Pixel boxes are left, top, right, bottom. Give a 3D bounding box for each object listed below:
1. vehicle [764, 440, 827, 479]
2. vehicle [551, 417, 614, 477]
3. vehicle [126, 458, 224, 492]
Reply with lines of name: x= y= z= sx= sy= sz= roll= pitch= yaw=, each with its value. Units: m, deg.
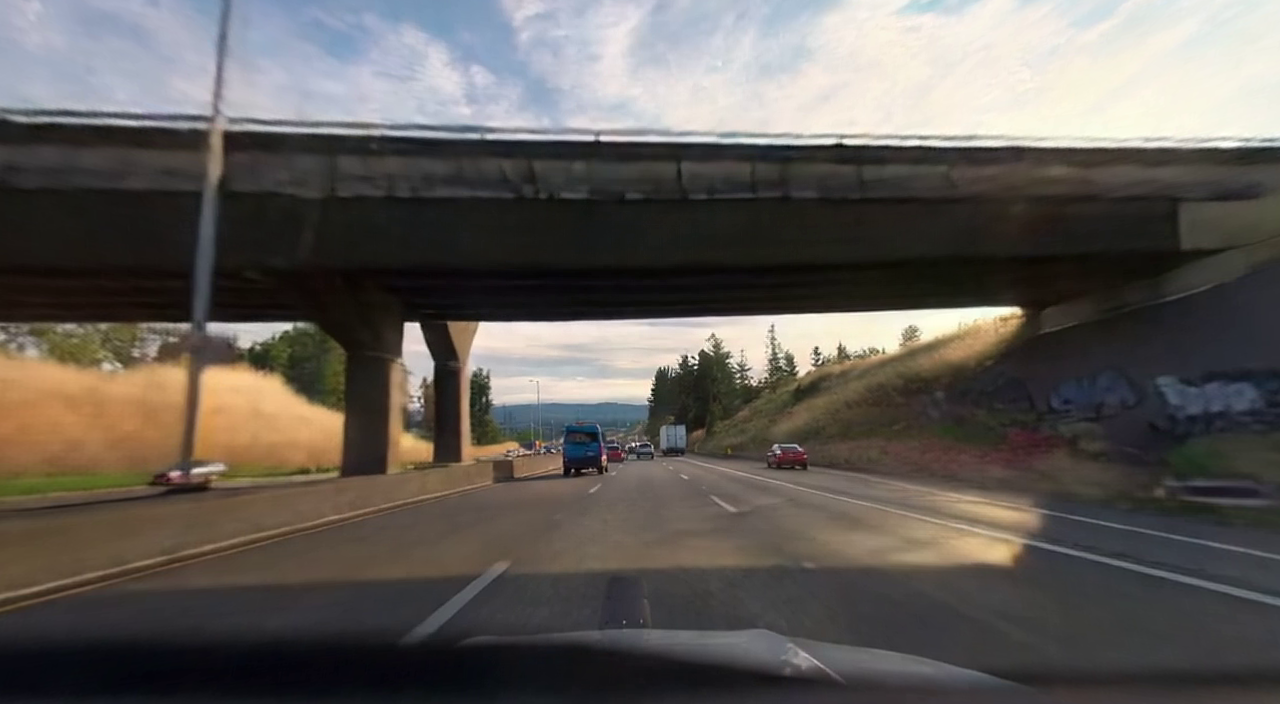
vehicle: x=7.078 y=4.952 z=29.196 sx=1.936 sy=1.664 sz=4.198 roll=0 pitch=-9 yaw=1
vehicle: x=-2.660 y=4.697 z=31.003 sx=2.451 sy=2.627 sz=5.868 roll=0 pitch=-9 yaw=1
vehicle: x=-20.770 y=5.499 z=28.345 sx=1.771 sy=1.357 sz=3.502 roll=0 pitch=-9 yaw=-1
